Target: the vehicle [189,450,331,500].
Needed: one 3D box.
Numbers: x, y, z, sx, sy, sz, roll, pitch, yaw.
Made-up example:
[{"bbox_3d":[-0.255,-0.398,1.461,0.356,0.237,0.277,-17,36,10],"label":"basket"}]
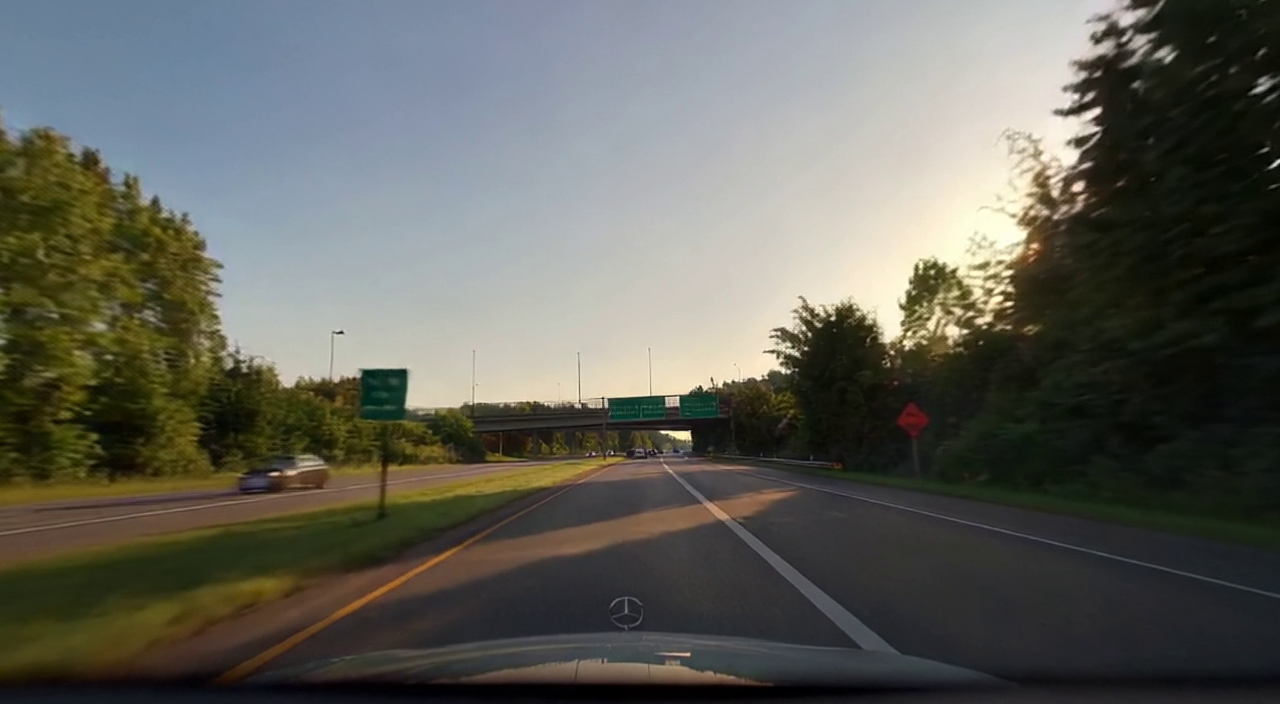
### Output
[{"bbox_3d":[-12.729,4.112,21.544,1.917,1.490,4.582,0,-9,1],"label":"vehicle"}]
